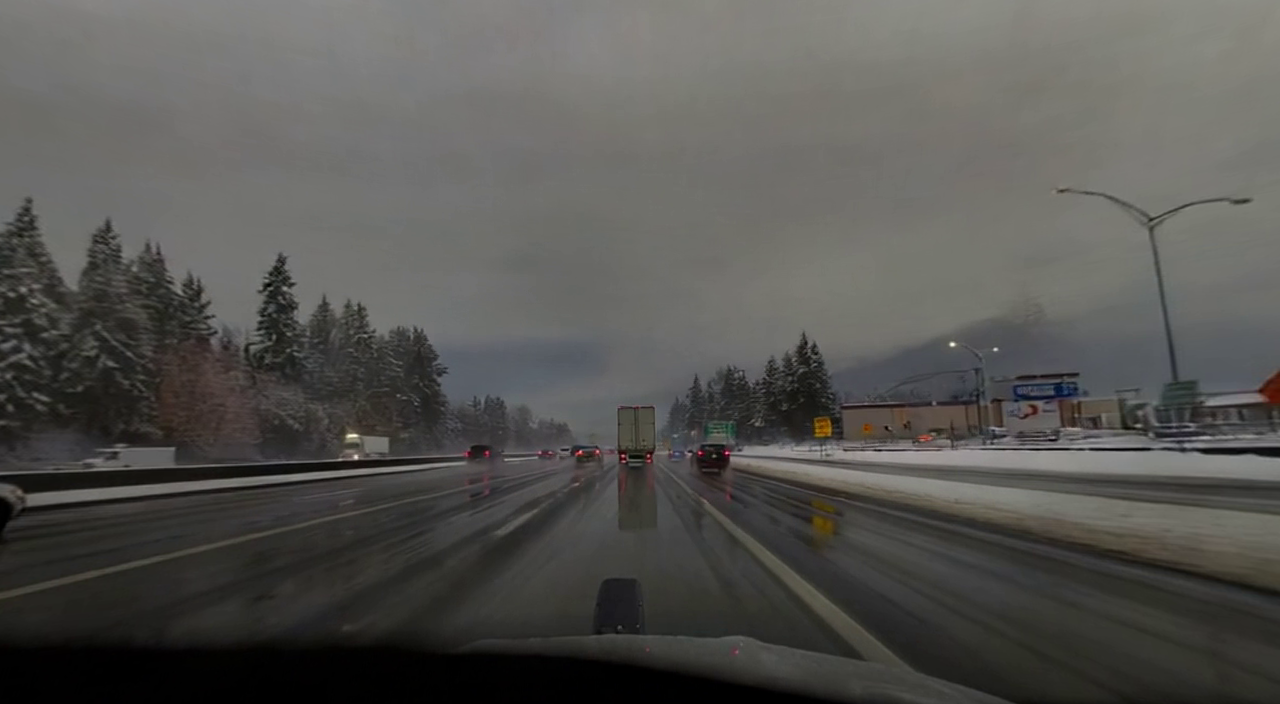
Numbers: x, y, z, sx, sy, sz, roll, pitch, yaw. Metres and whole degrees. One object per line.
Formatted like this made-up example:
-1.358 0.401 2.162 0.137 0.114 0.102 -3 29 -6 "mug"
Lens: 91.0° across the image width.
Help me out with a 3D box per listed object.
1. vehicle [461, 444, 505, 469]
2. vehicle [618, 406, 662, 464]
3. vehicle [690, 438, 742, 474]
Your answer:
-10.967 7.332 44.220 1.966 1.627 4.258 0 -9 1 "vehicle"
0.182 6.476 48.371 3.012 3.928 10.262 0 -9 2 "vehicle"
3.845 5.353 32.588 2.107 1.707 4.445 0 -9 0 "vehicle"
